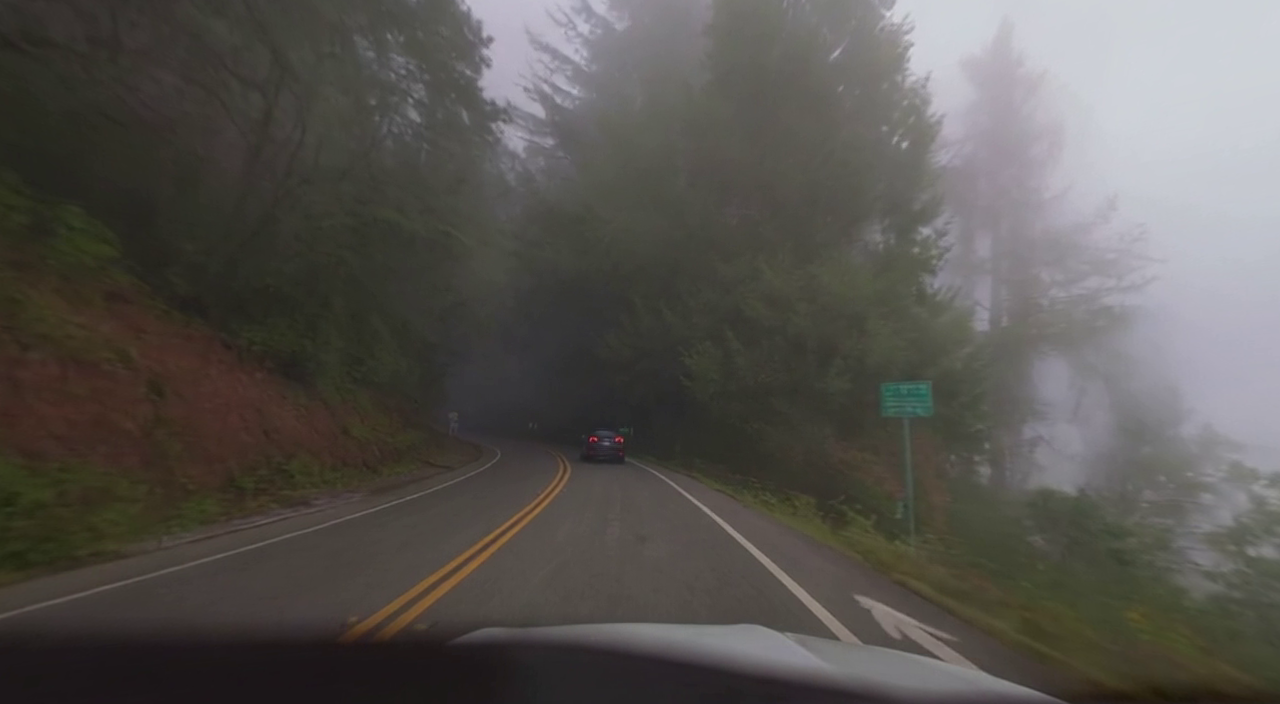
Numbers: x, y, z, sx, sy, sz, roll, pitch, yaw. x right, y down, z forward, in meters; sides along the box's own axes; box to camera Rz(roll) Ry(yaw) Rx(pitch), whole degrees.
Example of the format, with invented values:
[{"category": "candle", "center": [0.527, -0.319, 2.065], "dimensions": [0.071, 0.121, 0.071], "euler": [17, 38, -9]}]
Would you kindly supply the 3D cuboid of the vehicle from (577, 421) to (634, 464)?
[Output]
[{"category": "vehicle", "center": [-1.869, 4.587, 31.822], "dimensions": [2.469, 1.953, 5.605], "euler": [1, -9, -7]}]
